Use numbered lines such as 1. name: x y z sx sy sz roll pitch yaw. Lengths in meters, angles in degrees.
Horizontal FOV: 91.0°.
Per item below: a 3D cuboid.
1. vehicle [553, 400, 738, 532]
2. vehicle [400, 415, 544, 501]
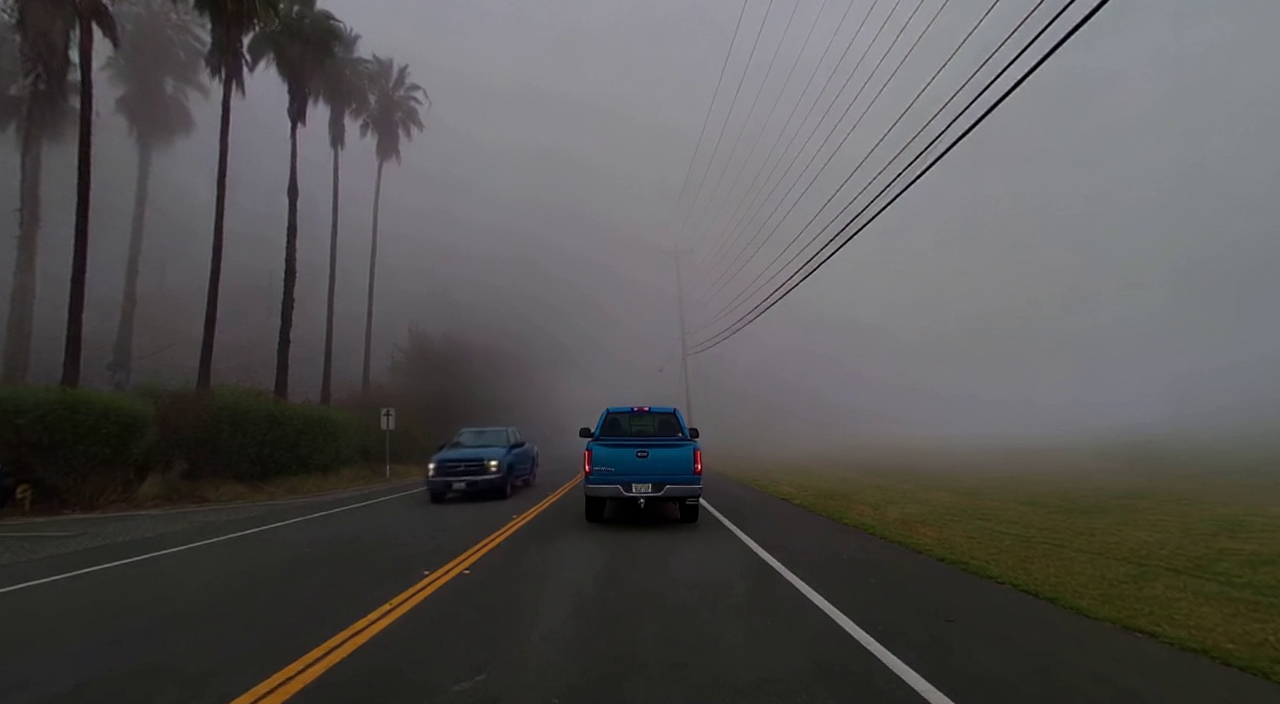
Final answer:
1. vehicle: 0.053 2.177 12.615 2.803 2.005 5.885 0 -8 -1
2. vehicle: -4.438 2.955 17.867 2.590 2.032 5.566 0 -8 -1
